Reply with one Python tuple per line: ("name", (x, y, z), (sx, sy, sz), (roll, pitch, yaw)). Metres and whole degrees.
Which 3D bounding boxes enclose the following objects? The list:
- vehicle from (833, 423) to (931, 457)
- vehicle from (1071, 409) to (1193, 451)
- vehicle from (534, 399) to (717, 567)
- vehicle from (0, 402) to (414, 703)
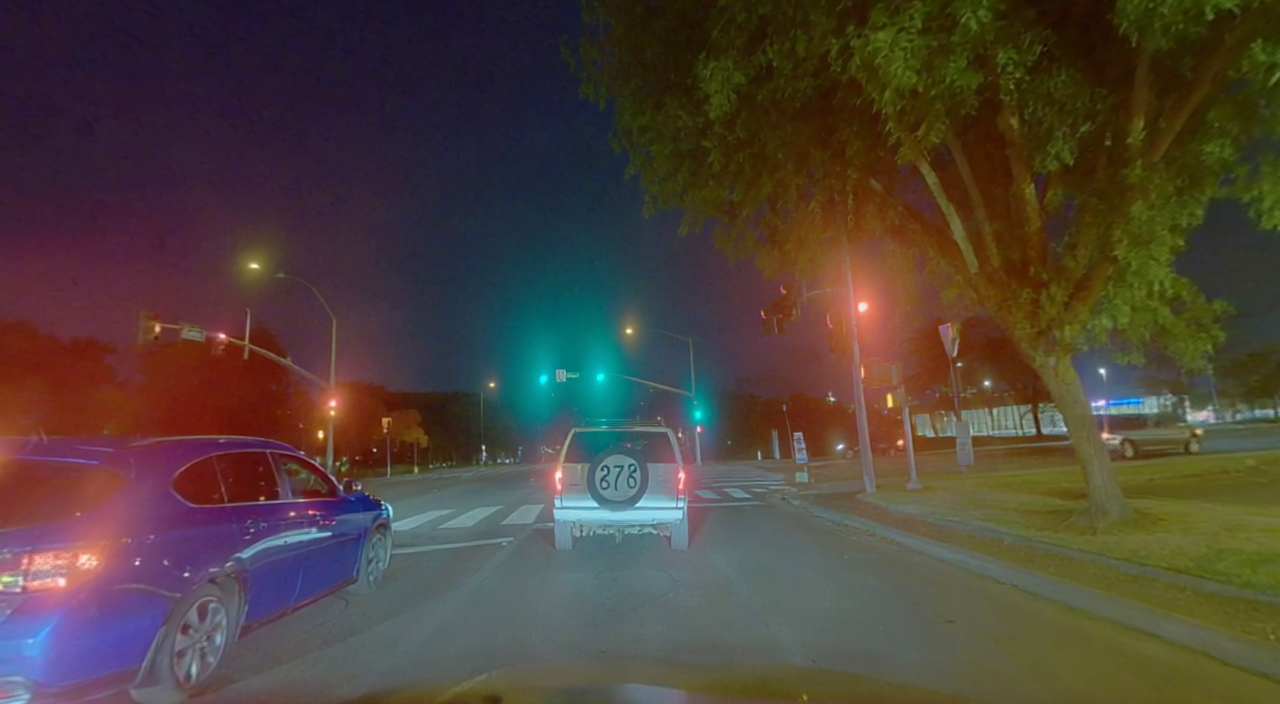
("vehicle", (13.534, 4.924, 35.374), (4.872, 1.806, 2.107), (3, -9, -20))
("vehicle", (25.395, 4.014, 32.611), (5.215, 1.967, 2.392), (1, -8, -20))
("vehicle", (-0.172, 1.795, 9.341), (2.059, 1.877, 4.249), (0, -8, 0))
("vehicle", (-3.370, 1.262, 4.554), (2.011, 1.527, 4.008), (0, -8, -1))
